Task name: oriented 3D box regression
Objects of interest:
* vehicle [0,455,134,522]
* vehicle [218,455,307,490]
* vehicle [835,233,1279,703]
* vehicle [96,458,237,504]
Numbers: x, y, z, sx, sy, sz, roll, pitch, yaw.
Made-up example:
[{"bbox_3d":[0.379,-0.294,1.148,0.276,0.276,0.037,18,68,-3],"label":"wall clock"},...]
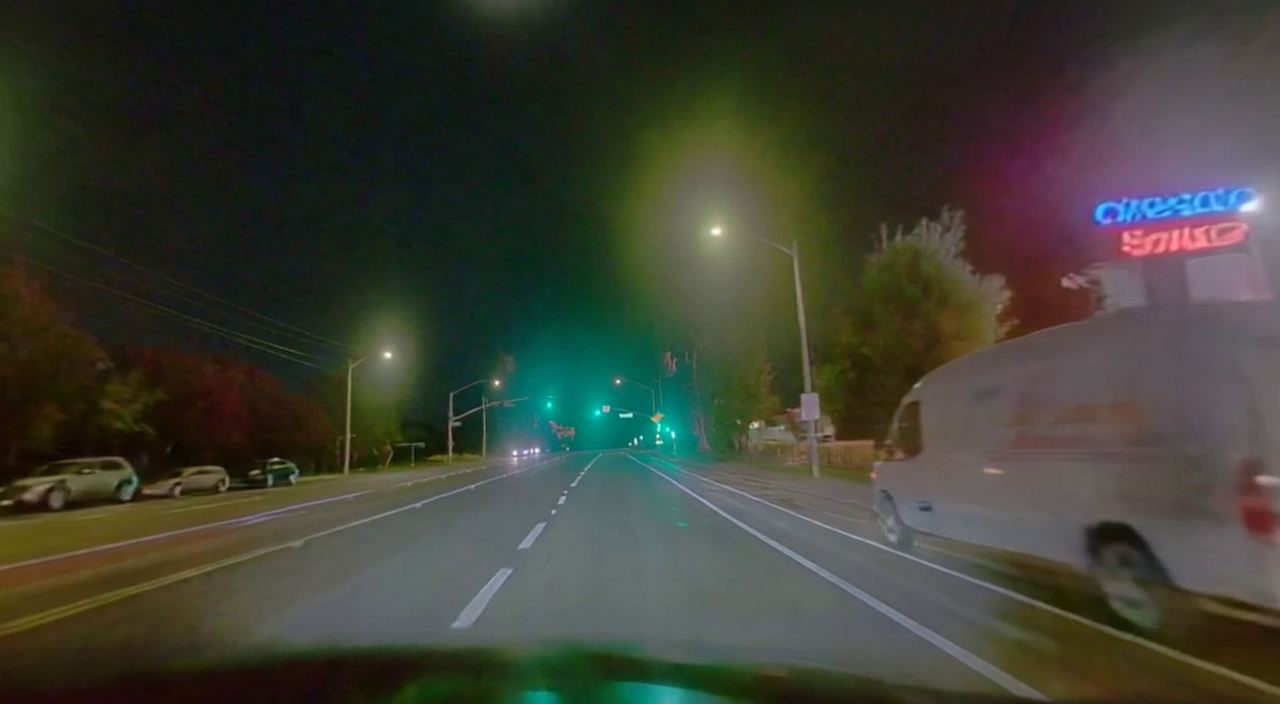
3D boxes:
[{"bbox_3d":[-17.967,3.980,18.931,2.021,1.695,4.372,0,-9,-4],"label":"vehicle"},{"bbox_3d":[-18.652,5.934,31.323,1.869,1.541,4.354,0,-9,-3],"label":"vehicle"},{"bbox_3d":[4.665,1.047,6.852,2.739,2.866,6.142,-1,-7,-3],"label":"vehicle"},{"bbox_3d":[-18.384,4.995,24.802,1.906,1.509,4.834,0,-8,-2],"label":"vehicle"}]
